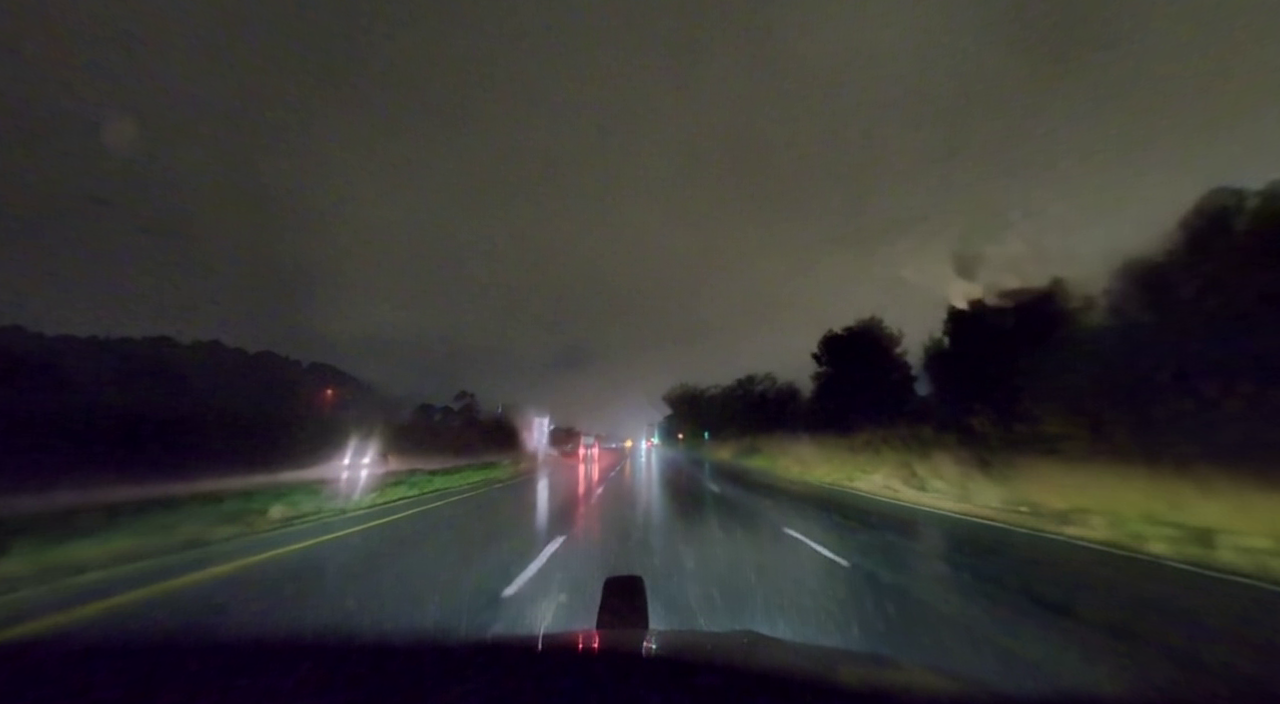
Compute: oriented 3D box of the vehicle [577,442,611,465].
[{"bbox_3d":[-3.128,7.046,43.884,1.991,1.475,4.302,0,-8,0],"label":"vehicle"}]
